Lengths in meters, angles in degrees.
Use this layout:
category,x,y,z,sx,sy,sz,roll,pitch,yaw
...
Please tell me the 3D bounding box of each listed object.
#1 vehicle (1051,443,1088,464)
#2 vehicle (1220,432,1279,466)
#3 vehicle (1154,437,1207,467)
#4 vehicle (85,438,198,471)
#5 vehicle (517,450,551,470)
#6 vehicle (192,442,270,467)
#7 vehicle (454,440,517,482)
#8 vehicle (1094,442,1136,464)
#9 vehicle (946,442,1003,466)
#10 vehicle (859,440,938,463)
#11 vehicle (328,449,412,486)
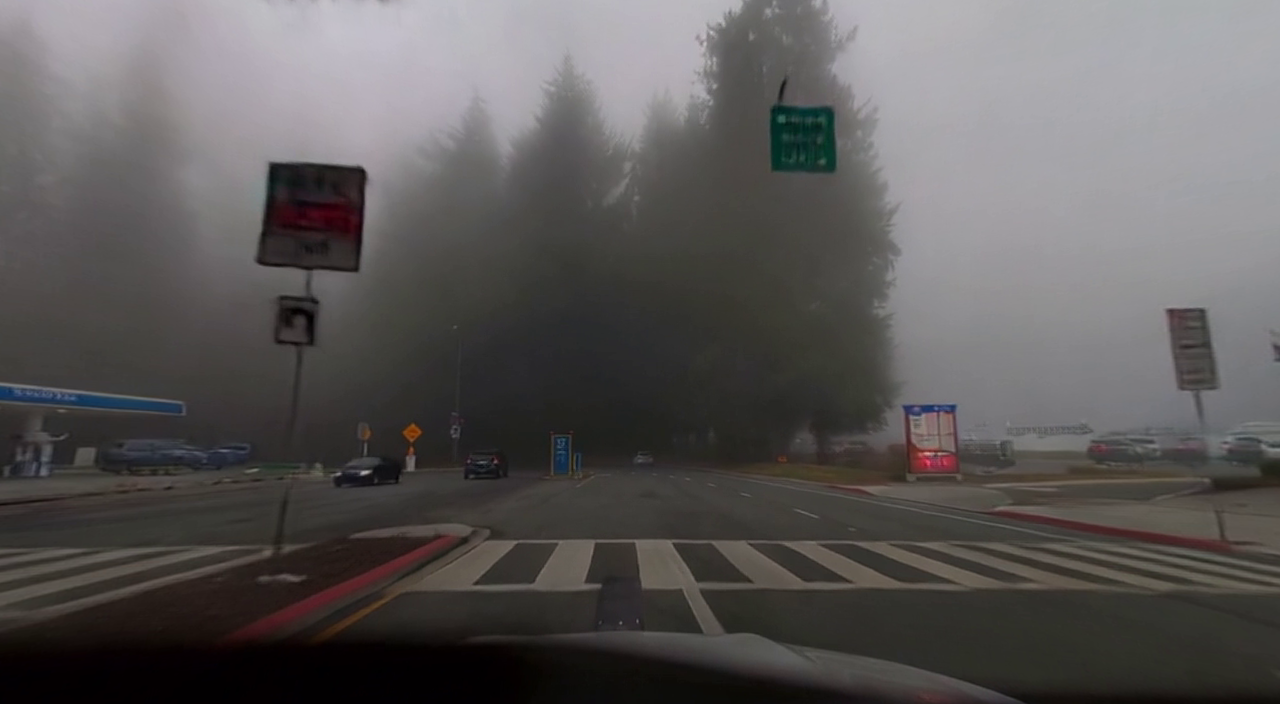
category,x,y,z,sx,sy,sz,roll,pitch,yaw
vehicle,32.538,7.668,47.788,1.894,1.434,4.308,-7,-11,38
vehicle,30.470,4.829,31.404,2.103,1.561,4.355,-8,-12,40
vehicle,28.649,5.279,33.429,1.815,1.480,4.406,-8,-12,42
vehicle,-28.870,5.953,36.719,4.938,1.778,1.954,7,-12,-39
vehicle,-8.097,8.265,48.583,1.982,1.465,4.376,0,-9,-1
vehicle,-28.940,7.281,44.858,4.390,1.665,1.934,4,-10,-27
vehicle,-7.052,5.032,29.341,1.987,1.747,4.545,0,-9,-3
vehicle,34.704,7.368,46.085,1.969,1.482,4.815,-8,-11,40
vehicle,21.494,6.531,40.509,1.916,1.434,4.557,-9,-13,44
vehicle,19.165,7.383,46.911,4.868,1.610,2.223,1,-9,-5
vehicle,-11.746,5.024,27.827,1.909,1.469,4.370,0,-9,-2
